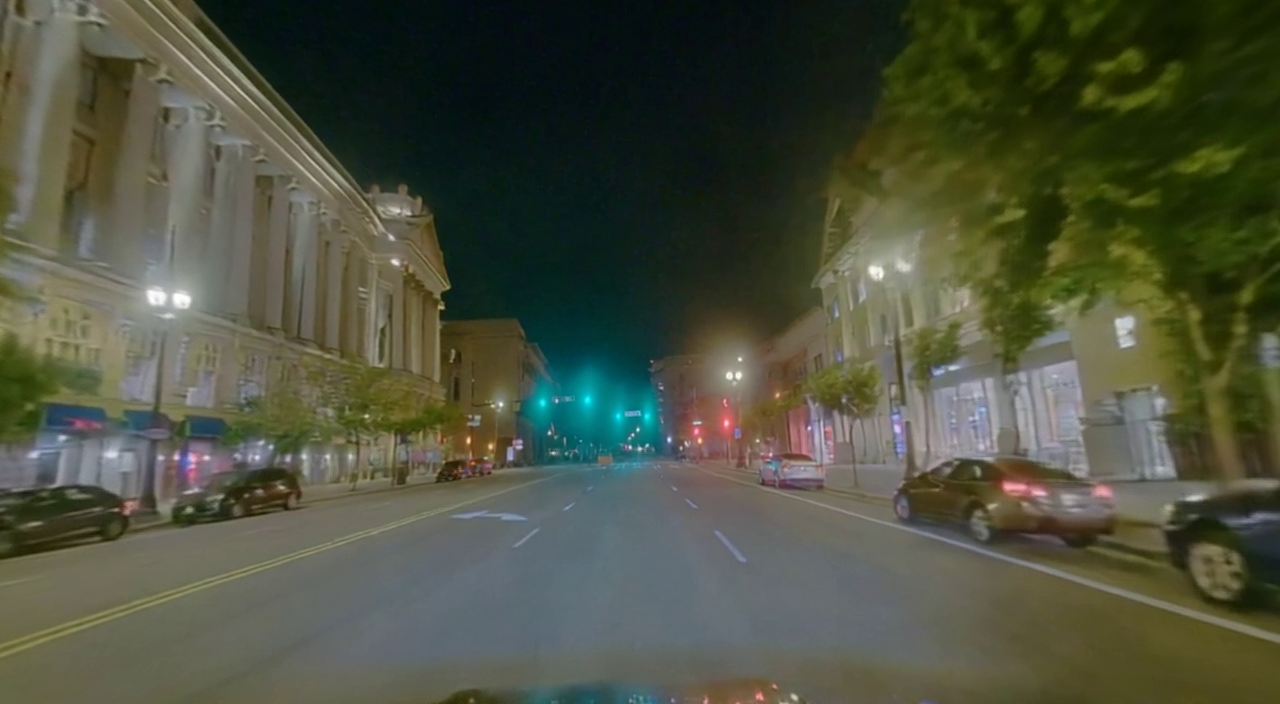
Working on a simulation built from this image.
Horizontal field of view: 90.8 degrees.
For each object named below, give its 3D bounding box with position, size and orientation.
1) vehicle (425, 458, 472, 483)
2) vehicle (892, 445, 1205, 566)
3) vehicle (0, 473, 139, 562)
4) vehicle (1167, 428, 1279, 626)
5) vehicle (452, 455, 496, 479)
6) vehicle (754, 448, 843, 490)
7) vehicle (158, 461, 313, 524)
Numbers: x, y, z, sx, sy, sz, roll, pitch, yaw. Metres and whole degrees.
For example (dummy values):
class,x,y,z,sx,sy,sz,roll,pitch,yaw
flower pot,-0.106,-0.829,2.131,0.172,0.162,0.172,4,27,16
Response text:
class,x,y,z,sx,sy,sz,roll,pitch,yaw
vehicle,-12.676,7.887,42.159,1.767,1.455,4.389,0,-9,0
vehicle,5.816,2.176,9.847,1.869,1.430,4.365,0,-9,-1
vehicle,-12.611,3.251,12.539,1.828,1.462,4.421,0,-9,-2
vehicle,5.843,1.123,3.434,1.849,1.491,4.626,0,-8,-2
vehicle,-12.889,8.919,49.387,2.011,1.668,5.474,0,-9,0
vehicle,5.997,4.456,24.556,2.091,1.445,4.678,0,-9,-2
vehicle,-12.614,4.352,20.163,1.911,1.558,4.793,-3,-9,-2
